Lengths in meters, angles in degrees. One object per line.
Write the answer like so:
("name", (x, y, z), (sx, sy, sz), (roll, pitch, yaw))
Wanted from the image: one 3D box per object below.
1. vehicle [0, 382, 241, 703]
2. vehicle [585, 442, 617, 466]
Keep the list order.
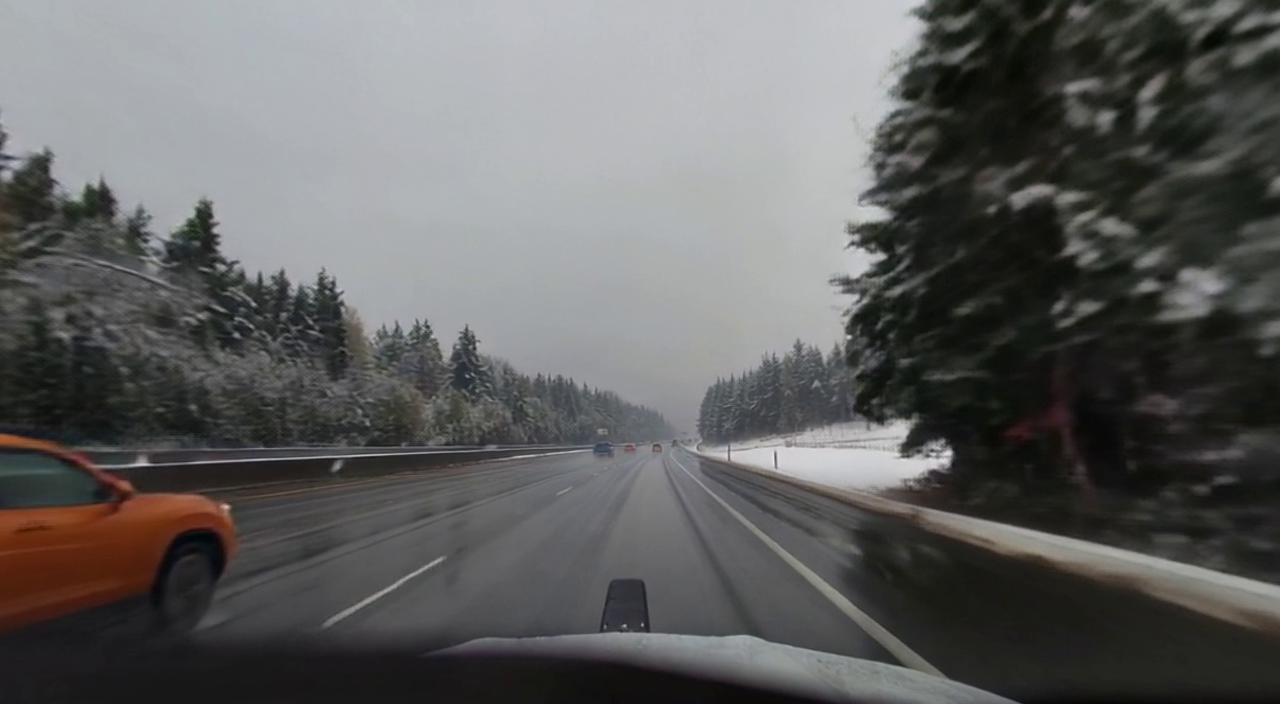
("vehicle", (-3.936, 0.842, 2.375), (1.993, 1.538, 4.192), (0, -8, 2))
("vehicle", (-2.667, 7.094, 44.103), (2.015, 1.561, 4.469), (0, -8, 0))
